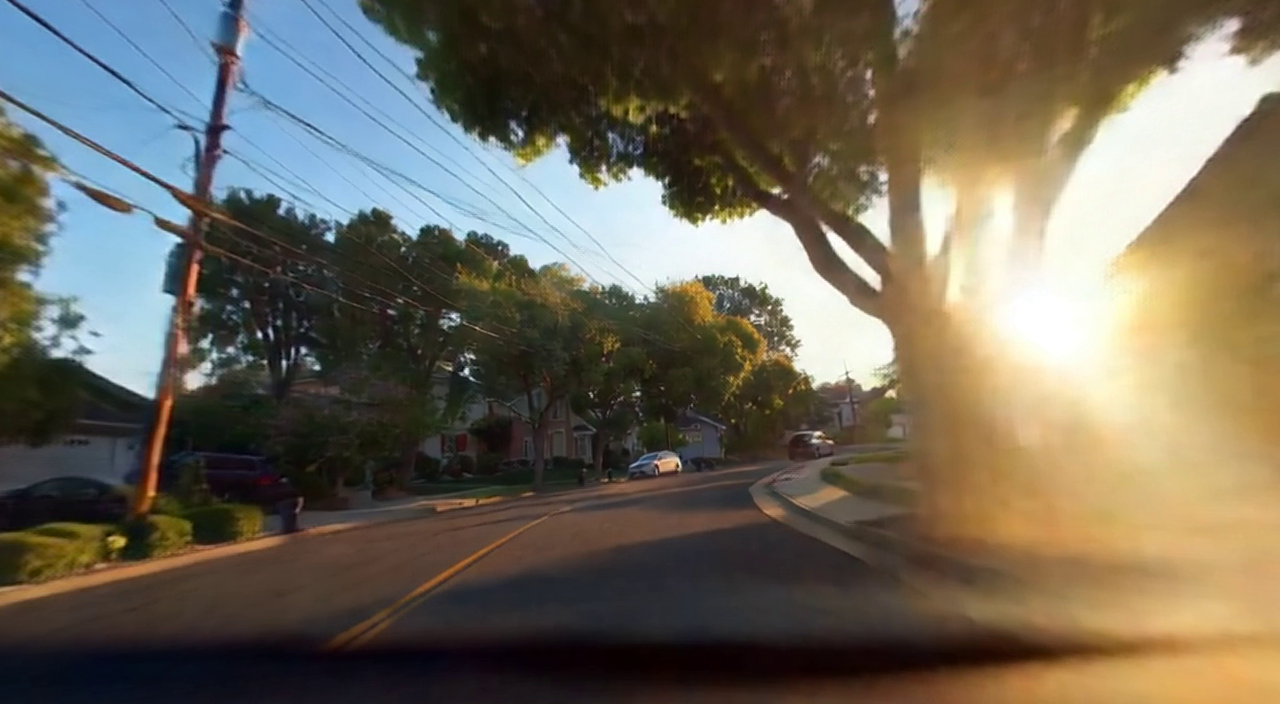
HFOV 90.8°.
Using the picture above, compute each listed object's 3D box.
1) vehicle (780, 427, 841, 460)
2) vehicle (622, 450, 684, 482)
[{"bbox_3d":[11.055,5.903,40.707,2.086,1.974,4.890,-6,-10,36],"label":"vehicle"},{"bbox_3d":[0.907,7.384,41.281,2.039,1.949,4.511,-5,-10,32],"label":"vehicle"}]
